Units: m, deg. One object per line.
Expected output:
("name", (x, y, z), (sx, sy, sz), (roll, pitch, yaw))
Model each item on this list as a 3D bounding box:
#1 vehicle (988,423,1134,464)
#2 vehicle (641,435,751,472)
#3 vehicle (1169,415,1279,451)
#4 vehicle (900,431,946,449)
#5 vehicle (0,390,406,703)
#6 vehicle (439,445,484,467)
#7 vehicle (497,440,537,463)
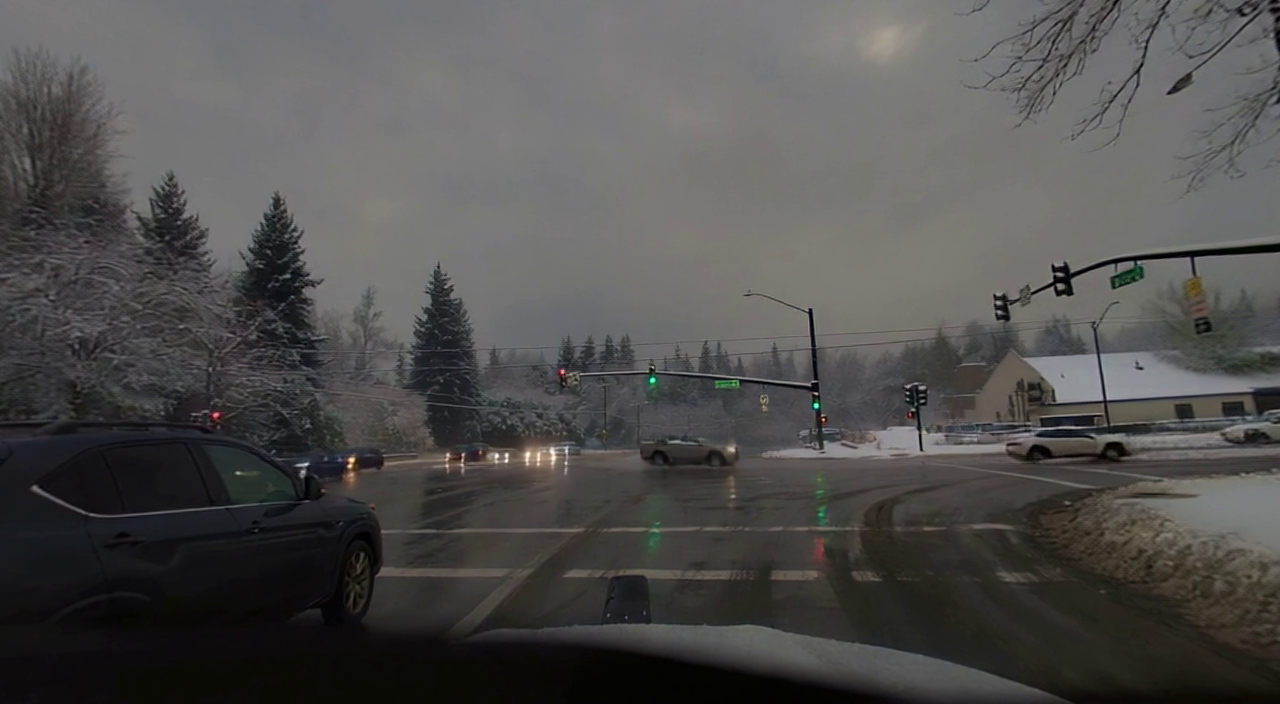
("vehicle", (16.309, 3.578, 24.611), (4.180, 1.478, 1.986), (-1, -9, 6))
("vehicle", (2.356, 4.358, 27.169), (4.364, 1.450, 1.841), (-6, -10, 34))
("vehicle", (26.832, 3.656, 28.422), (4.240, 1.540, 1.944), (1, -9, -4))
("vehicle", (22.443, 6.988, 49.887), (1.930, 1.410, 4.313), (-8, -12, 43))
("vehicle", (-2.946, 0.992, 2.785), (1.924, 1.482, 4.734), (0, -8, 1))
("vehicle", (-13.457, 7.865, 47.699), (1.935, 1.554, 3.995), (-1, -8, 5))
("vehicle", (-9.630, 7.836, 49.767), (1.905, 1.724, 4.449), (-1, -8, 5))
